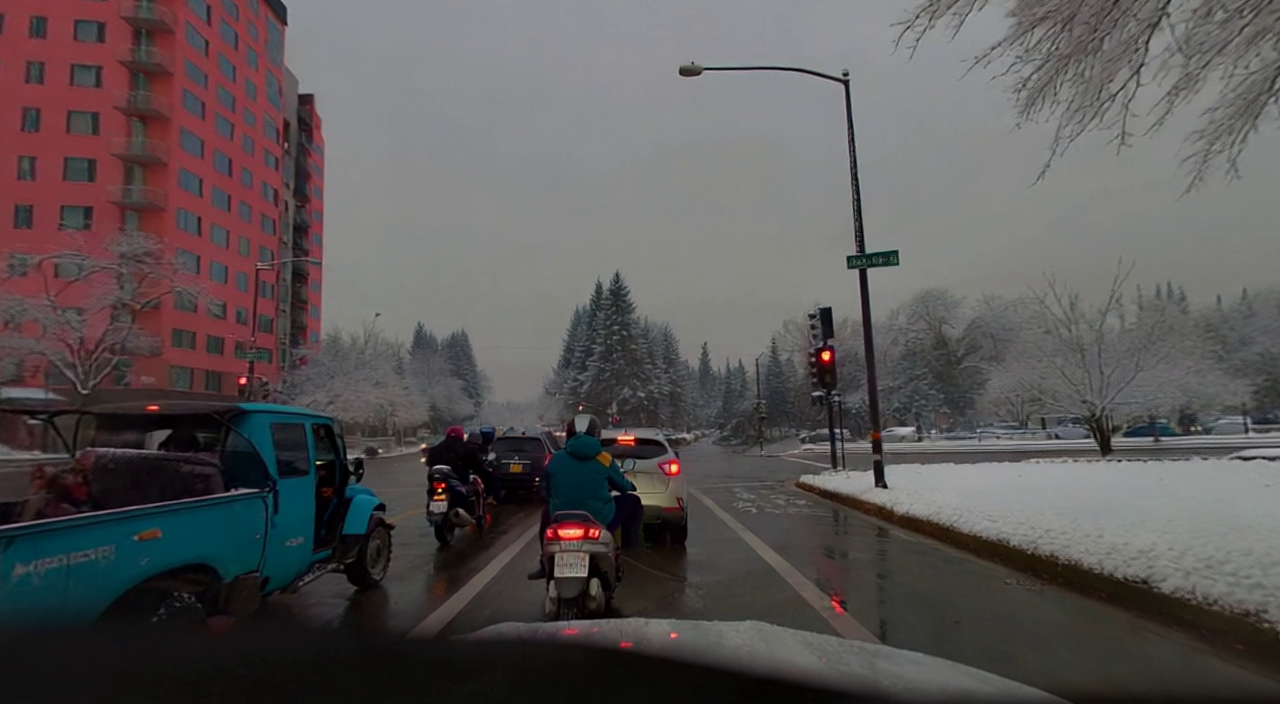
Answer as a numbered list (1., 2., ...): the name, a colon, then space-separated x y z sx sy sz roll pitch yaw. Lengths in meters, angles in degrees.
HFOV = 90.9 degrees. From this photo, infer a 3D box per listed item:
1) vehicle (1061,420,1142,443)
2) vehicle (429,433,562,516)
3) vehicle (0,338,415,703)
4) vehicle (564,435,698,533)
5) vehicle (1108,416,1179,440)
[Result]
1. vehicle: 30.817 5.339 42.125 1.751 1.420 4.027 8 -12 -43
2. vehicle: -3.102 2.715 14.452 1.935 1.615 4.073 -1 -9 2
3. vehicle: -3.585 1.175 4.636 2.000 1.809 4.855 0 -9 1
4. vehicle: -0.098 2.303 11.622 2.025 1.458 4.085 -1 -9 1
5. vehicle: 37.016 5.629 46.345 1.716 1.543 3.682 8 -12 -41
